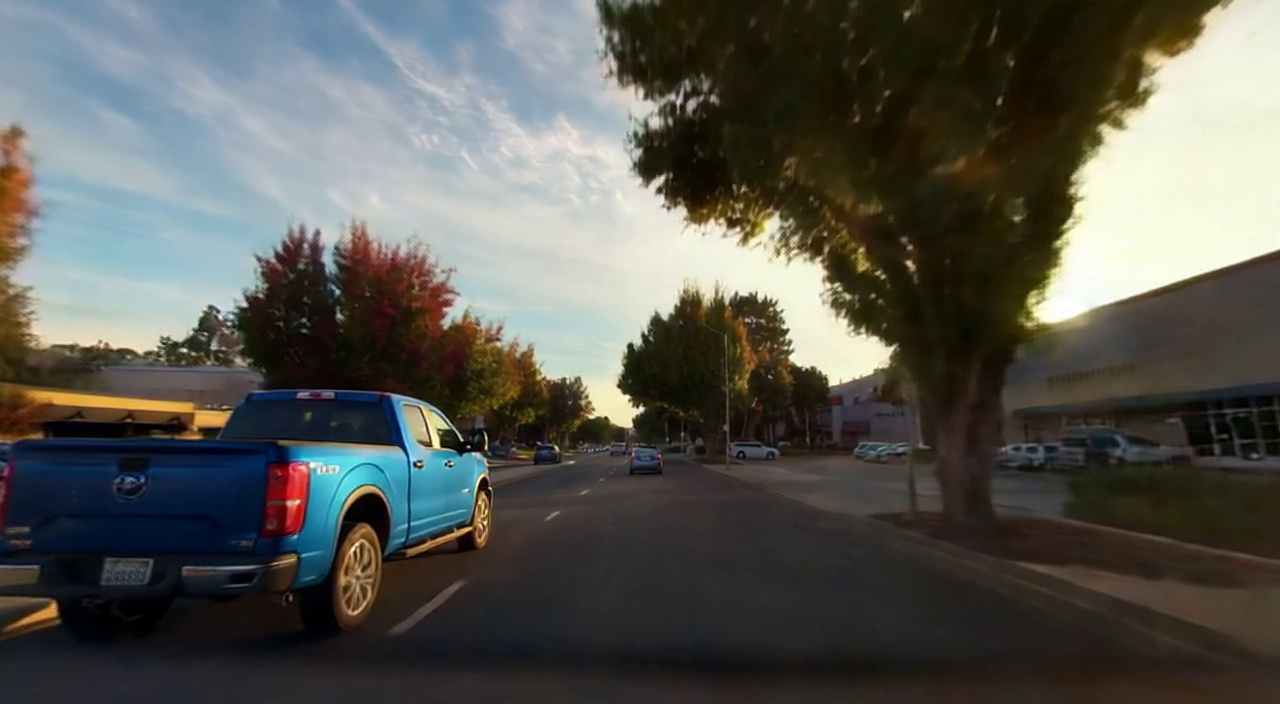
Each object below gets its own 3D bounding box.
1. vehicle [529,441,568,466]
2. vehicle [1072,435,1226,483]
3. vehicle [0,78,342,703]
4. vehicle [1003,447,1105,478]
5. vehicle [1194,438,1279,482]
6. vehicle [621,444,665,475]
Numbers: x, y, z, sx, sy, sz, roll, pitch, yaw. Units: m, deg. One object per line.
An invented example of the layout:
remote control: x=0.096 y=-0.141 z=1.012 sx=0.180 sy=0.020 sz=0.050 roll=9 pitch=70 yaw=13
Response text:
vehicle: x=-6.946 y=7.757 z=48.188 sx=2.146 sy=1.788 sz=5.153 roll=0 pitch=-8 yaw=1
vehicle: x=20.574 y=4.330 z=25.692 sx=4.501 sy=1.780 sz=2.082 roll=-5 pitch=-10 yaw=29
vehicle: x=-3.411 y=0.312 z=1.384 sx=2.733 sy=2.495 sz=5.037 roll=-1 pitch=-8 yaw=4
vehicle: x=22.308 y=5.921 z=34.038 sx=4.437 sy=1.485 sz=2.027 roll=-4 pitch=-9 yaw=31
vehicle: x=26.088 y=4.393 z=25.759 sx=4.478 sy=1.724 sz=2.179 roll=-4 pitch=-10 yaw=28
vehicle: x=0.180 y=5.727 z=33.837 sx=2.191 sy=1.530 sz=4.470 roll=0 pitch=-8 yaw=1
